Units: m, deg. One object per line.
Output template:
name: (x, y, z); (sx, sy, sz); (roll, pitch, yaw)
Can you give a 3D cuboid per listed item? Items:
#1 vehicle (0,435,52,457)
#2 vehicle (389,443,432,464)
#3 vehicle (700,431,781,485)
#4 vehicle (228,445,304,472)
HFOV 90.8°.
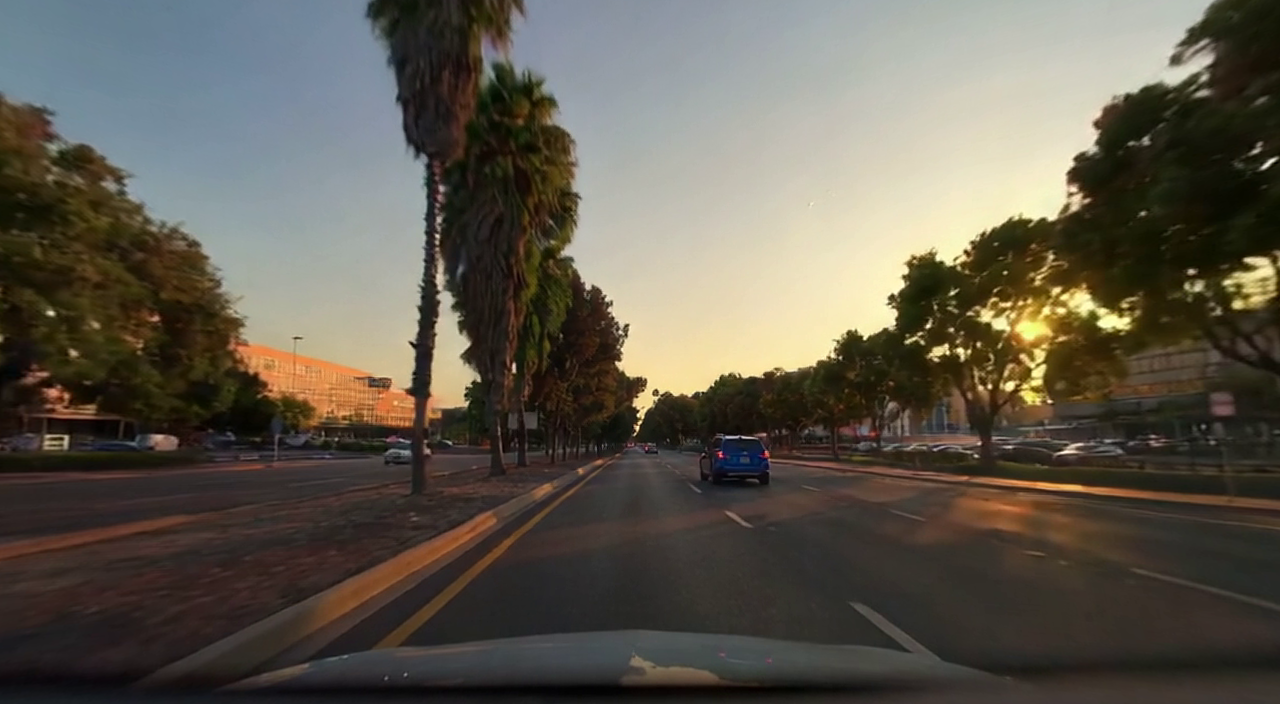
vehicle: (-44.159, 6.575, 44.086); (4.211, 1.491, 2.000); (0, -8, 0)
vehicle: (-17.871, 7.911, 49.389); (1.764, 1.476, 4.349); (0, -8, 0)
vehicle: (3.432, 3.719, 22.418); (2.072, 1.696, 4.177); (1, -8, -2)
vehicle: (-22.091, 6.293, 37.540); (1.813, 1.484, 4.374); (0, -8, 1)
